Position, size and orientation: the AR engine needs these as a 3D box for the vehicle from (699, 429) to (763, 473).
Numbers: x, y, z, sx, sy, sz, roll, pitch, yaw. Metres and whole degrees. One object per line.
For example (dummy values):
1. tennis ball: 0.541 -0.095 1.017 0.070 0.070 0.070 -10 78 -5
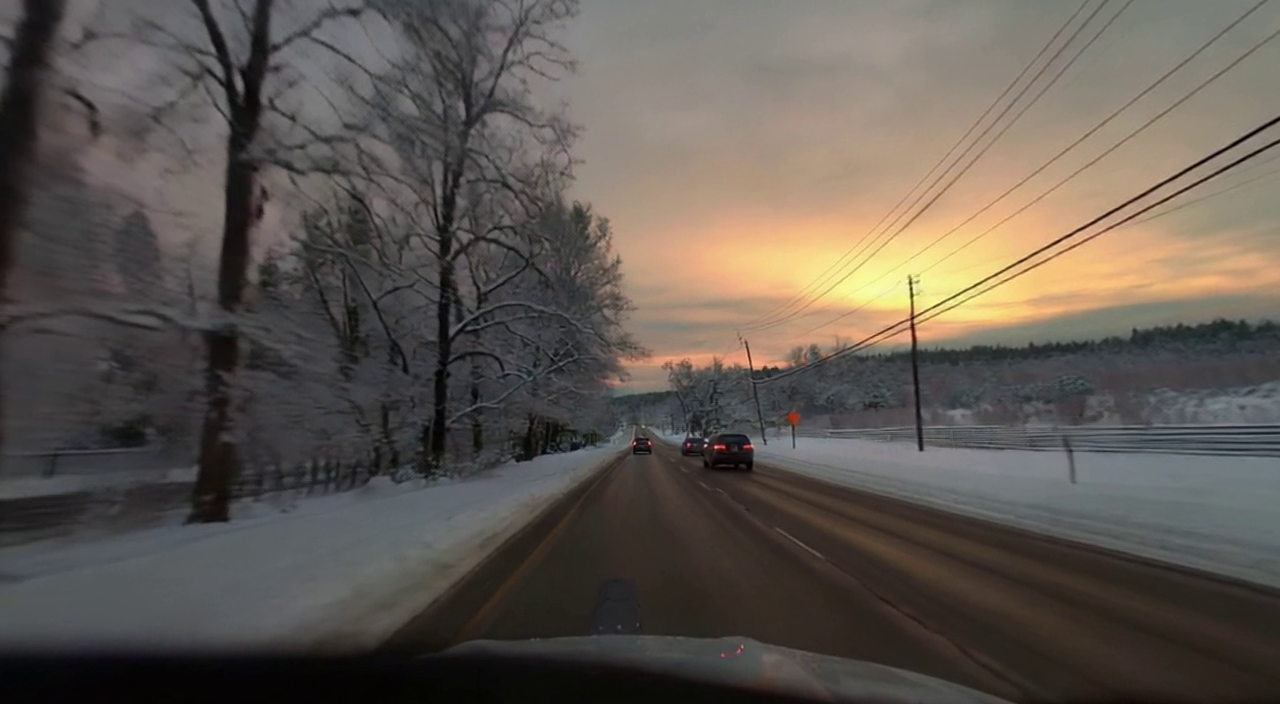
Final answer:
1. vehicle: 4.000 4.456 28.596 2.112 1.825 4.574 0 -8 -1

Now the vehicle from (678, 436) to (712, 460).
1. vehicle: 3.872 6.844 45.115 2.012 1.653 4.115 0 -8 0
